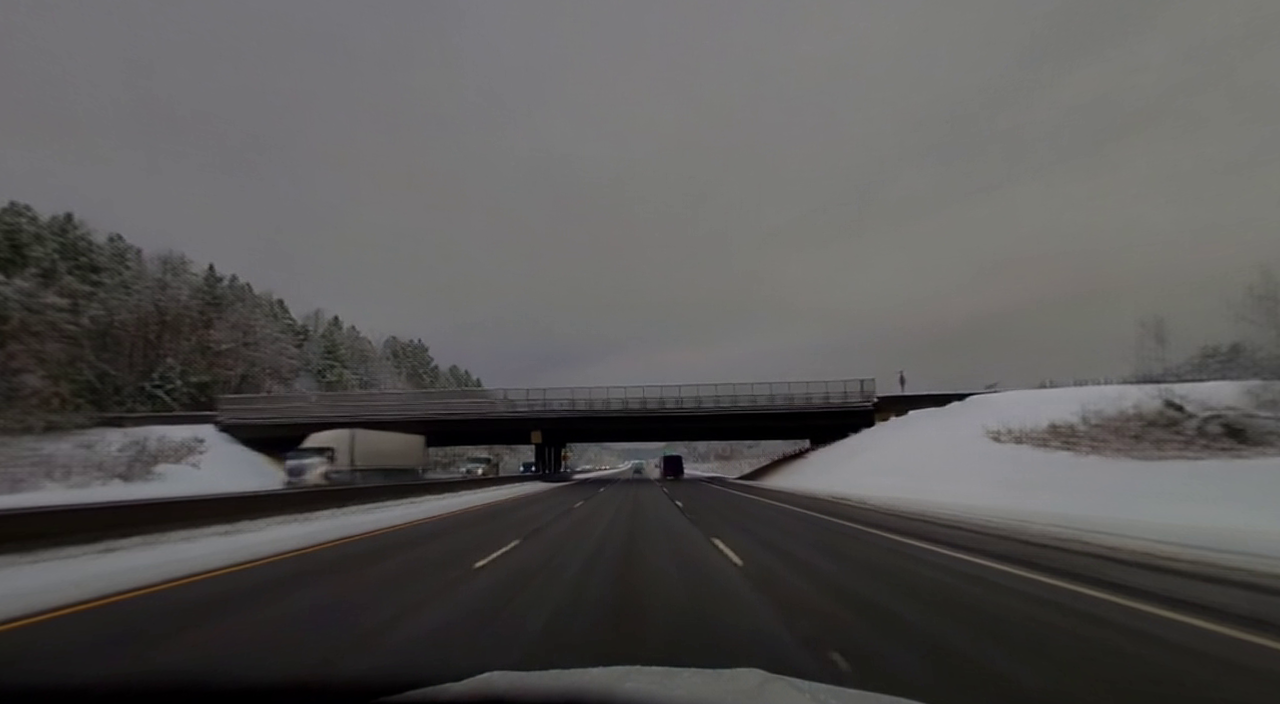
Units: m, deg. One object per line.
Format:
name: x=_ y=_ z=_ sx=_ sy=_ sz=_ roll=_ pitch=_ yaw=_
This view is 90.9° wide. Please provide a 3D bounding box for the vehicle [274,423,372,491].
vehicle: x=-20.021 y=6.760 z=40.286 sx=2.955 sy=3.964 sz=5.878 roll=1 pitch=-11 yaw=0
